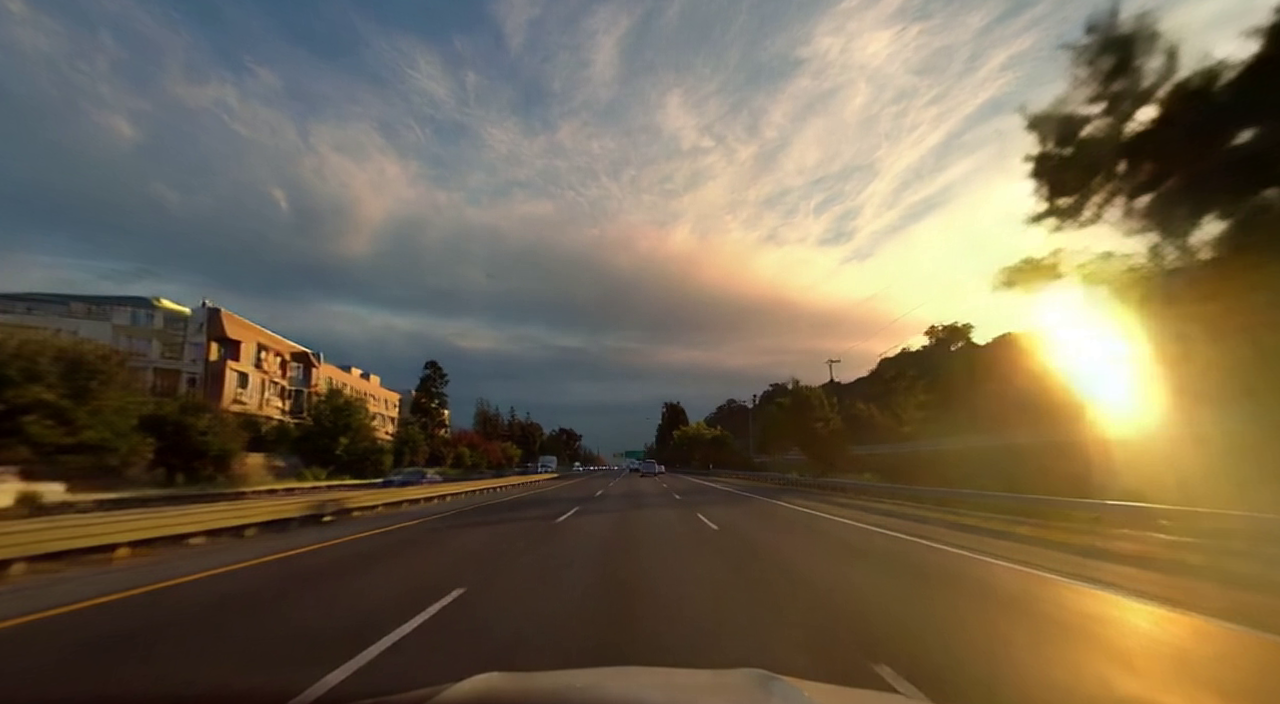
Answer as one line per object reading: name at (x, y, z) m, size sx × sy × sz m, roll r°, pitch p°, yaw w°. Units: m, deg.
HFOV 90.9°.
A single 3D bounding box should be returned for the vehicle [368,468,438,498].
vehicle at (-11.866, 6.596, 31.901) m, size 1.883 × 1.389 × 4.129 m, roll 1°, pitch -10°, yaw 1°
